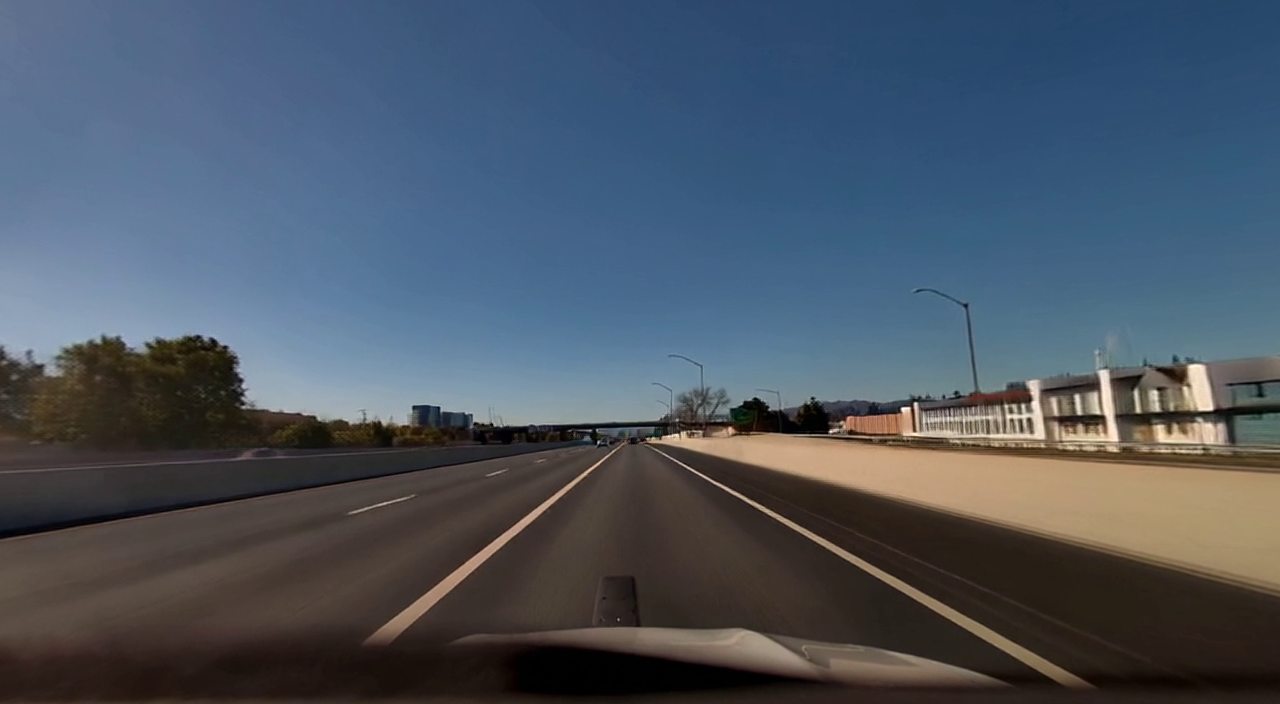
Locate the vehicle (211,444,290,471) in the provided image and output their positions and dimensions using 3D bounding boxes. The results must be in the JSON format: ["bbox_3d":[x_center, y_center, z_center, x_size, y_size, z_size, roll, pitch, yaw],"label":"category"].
[{"bbox_3d":[-23.861,6.447,38.697,1.910,1.536,4.502,0,-8,1],"label":"vehicle"}]
